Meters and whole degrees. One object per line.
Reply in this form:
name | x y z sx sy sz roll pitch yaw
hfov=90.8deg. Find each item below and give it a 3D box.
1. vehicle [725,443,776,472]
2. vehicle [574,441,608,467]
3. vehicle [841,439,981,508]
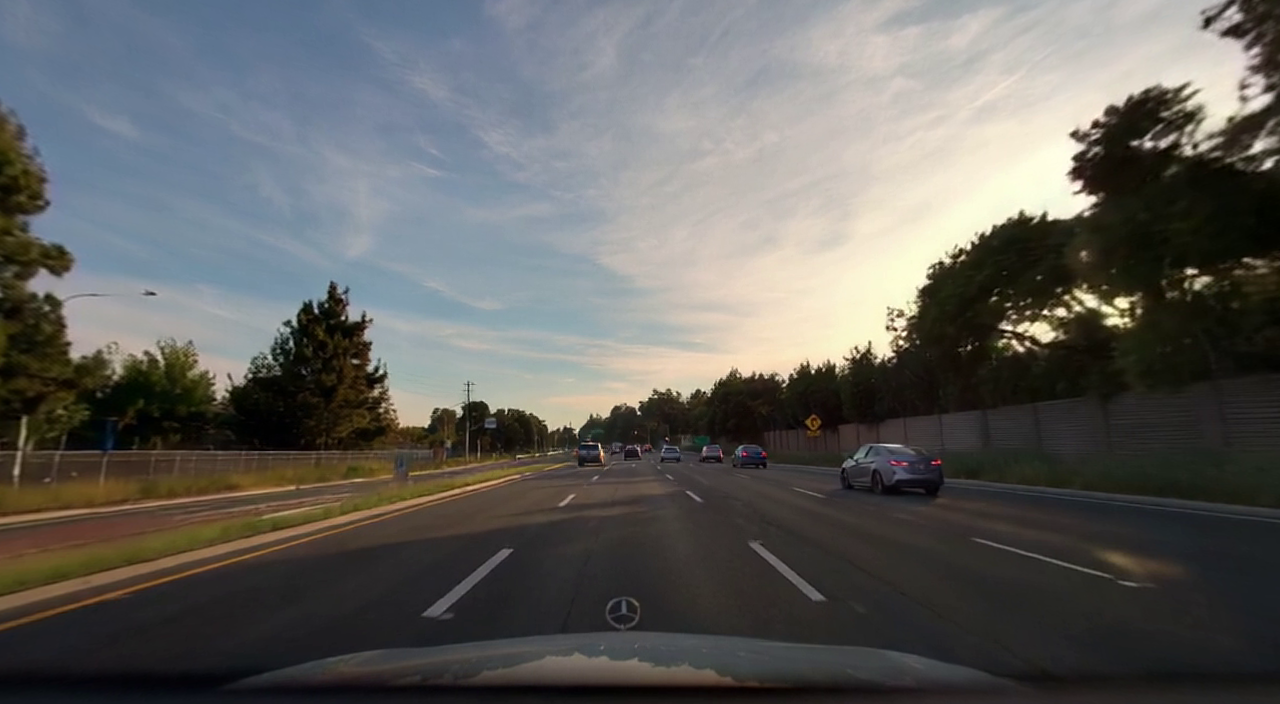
vehicle | 6.323 6.092 36.715 1.987 1.597 4.463 0 -8 -2
vehicle | -3.537 7.514 46.655 2.230 1.827 4.406 0 -8 -1
vehicle | 6.621 2.973 15.942 1.838 1.518 3.713 0 -8 0
